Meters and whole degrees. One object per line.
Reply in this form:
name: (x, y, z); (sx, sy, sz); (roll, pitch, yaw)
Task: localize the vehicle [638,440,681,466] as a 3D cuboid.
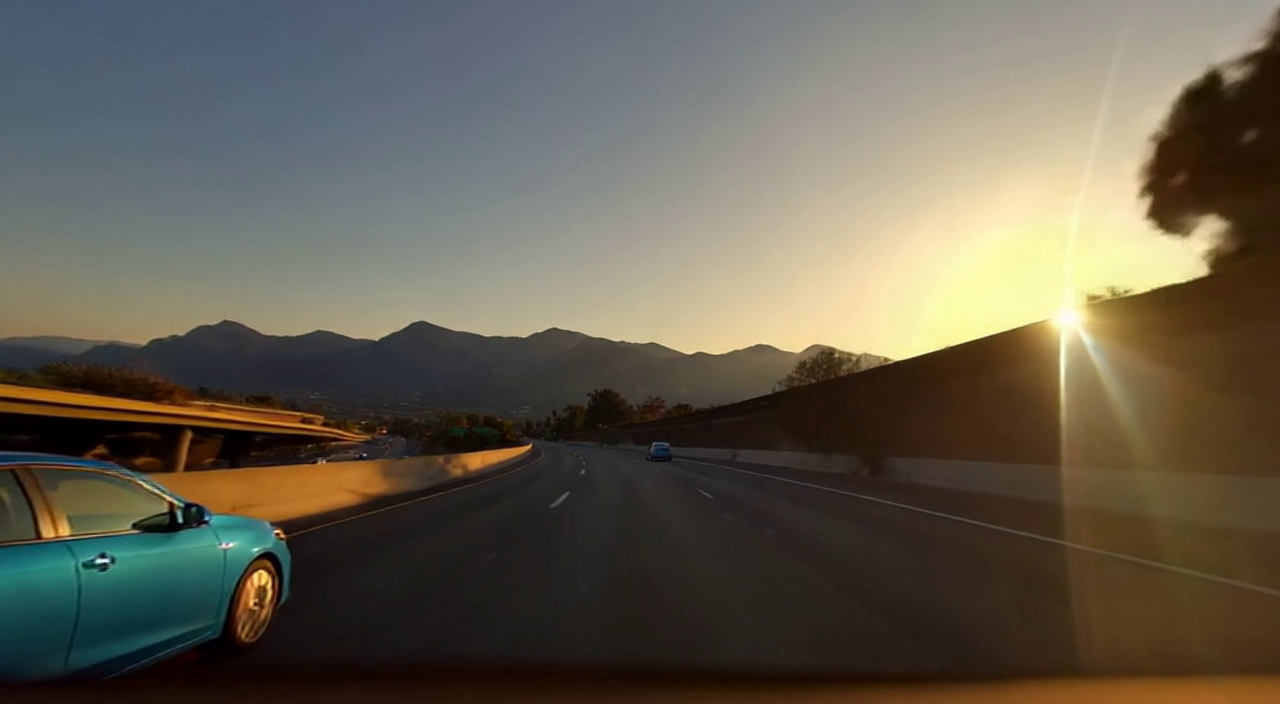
vehicle: (1.136, 6.182, 38.741); (1.985, 1.440, 4.466); (1, -9, -7)
